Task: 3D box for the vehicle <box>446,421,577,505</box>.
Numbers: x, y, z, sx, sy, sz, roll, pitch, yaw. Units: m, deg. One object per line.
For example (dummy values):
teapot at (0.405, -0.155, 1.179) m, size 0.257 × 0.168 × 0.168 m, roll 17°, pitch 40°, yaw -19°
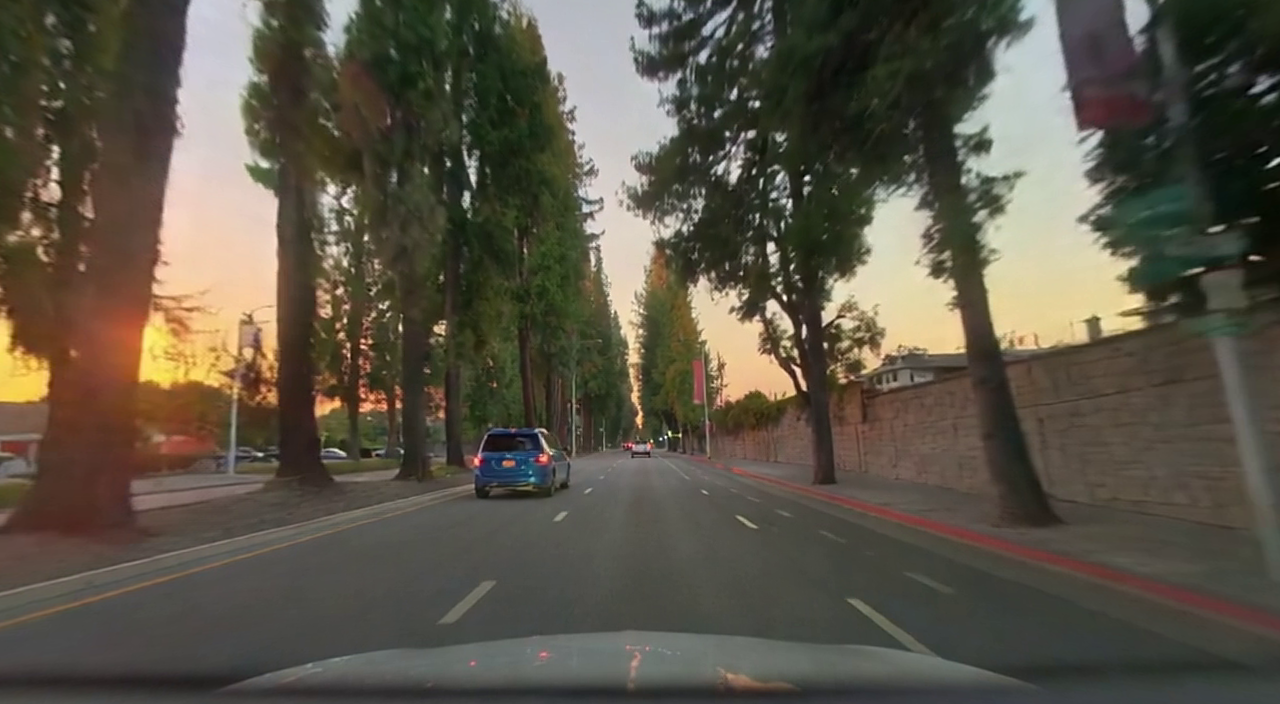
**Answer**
vehicle at (-3.078, 2.802, 16.292) m, size 2.281 × 1.837 × 4.845 m, roll 0°, pitch -8°, yaw 1°
